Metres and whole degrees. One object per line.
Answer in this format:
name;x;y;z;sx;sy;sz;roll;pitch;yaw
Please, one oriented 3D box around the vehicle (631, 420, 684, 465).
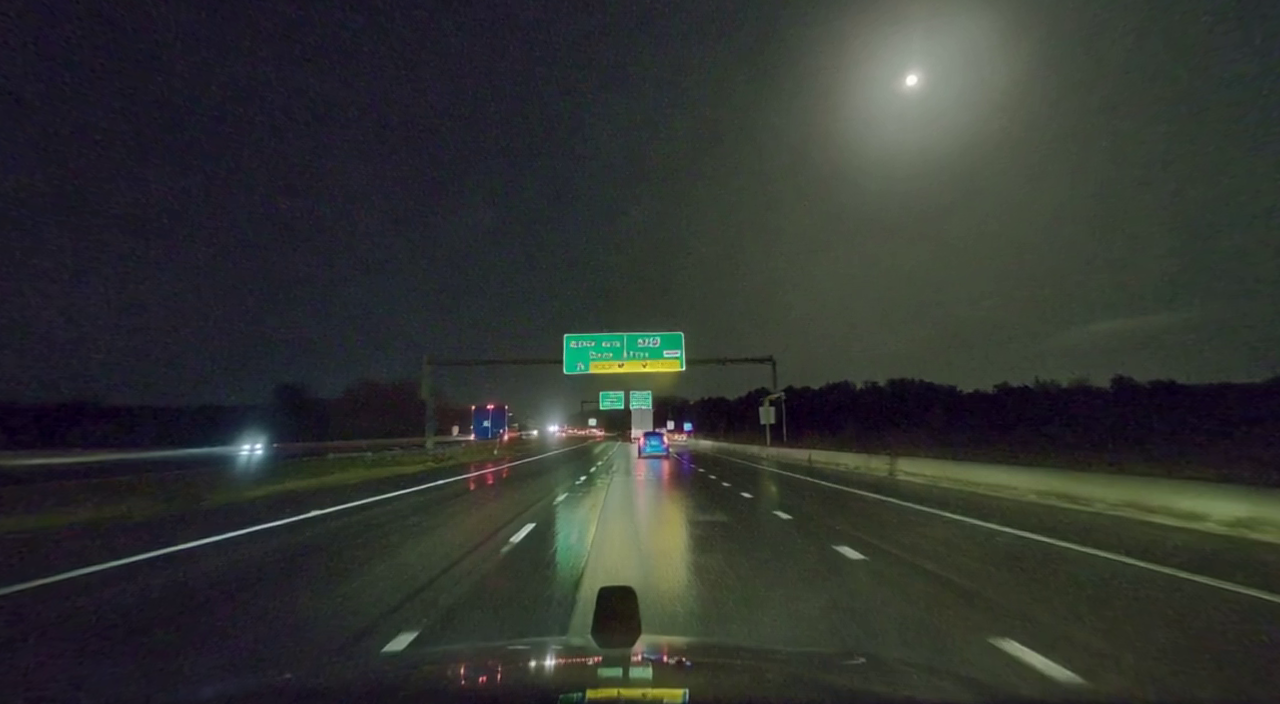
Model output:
vehicle;0.705;4.129;28.915;2.076;1.914;4.287;0;-8;-3
